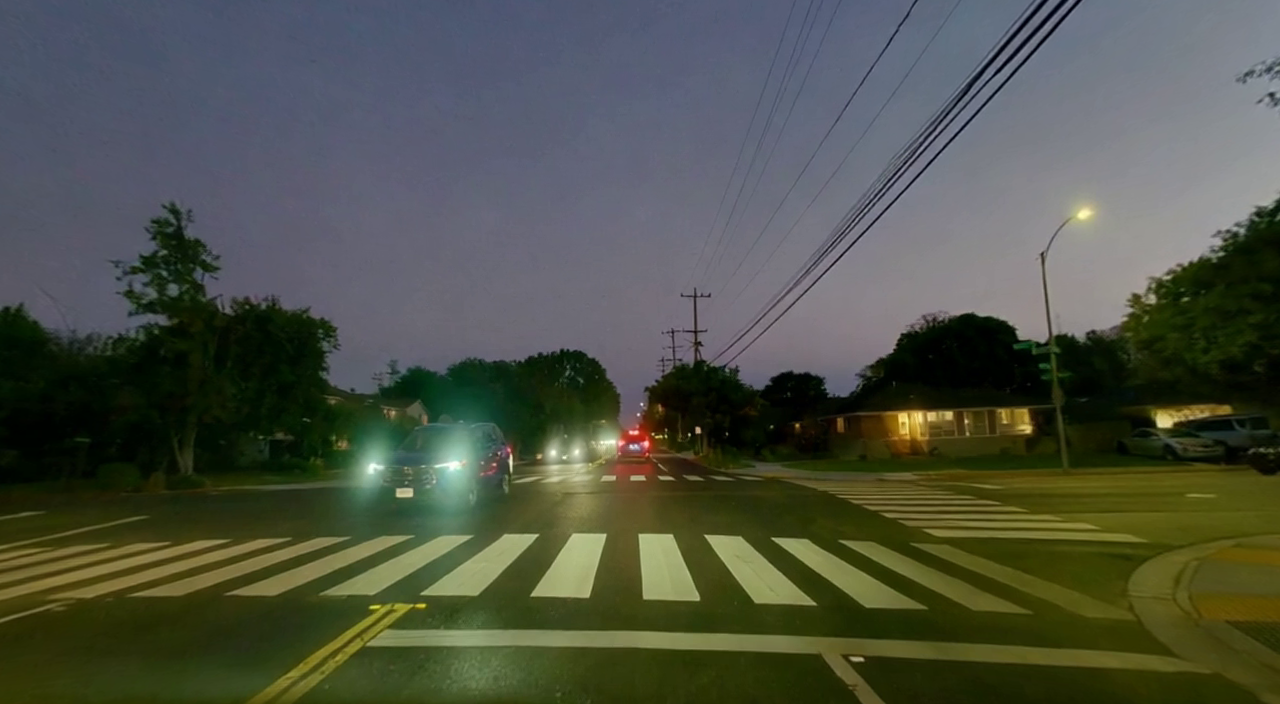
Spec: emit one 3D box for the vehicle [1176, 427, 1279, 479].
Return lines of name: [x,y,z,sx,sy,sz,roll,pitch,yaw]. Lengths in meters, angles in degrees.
vehicle: [19.088,2.940,18.434,2.053,1.472,4.915,2,-9,-11]

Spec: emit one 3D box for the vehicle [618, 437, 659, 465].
vehicle: [-0.128,5.619,35.999,2.209,1.501,4.208,0,-9,-1]

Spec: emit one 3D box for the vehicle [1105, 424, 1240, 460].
vehicle: [23.418,4.014,28.087,1.841,1.448,4.688,0,-9,-1]

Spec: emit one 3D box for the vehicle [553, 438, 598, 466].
vehicle: [-3.609,5.706,36.094,2.102,1.463,4.024,0,-9,1]

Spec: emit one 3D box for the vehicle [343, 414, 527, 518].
vehicle: [-3.923,2.298,13.179,2.330,1.768,4.553,0,-9,0]
